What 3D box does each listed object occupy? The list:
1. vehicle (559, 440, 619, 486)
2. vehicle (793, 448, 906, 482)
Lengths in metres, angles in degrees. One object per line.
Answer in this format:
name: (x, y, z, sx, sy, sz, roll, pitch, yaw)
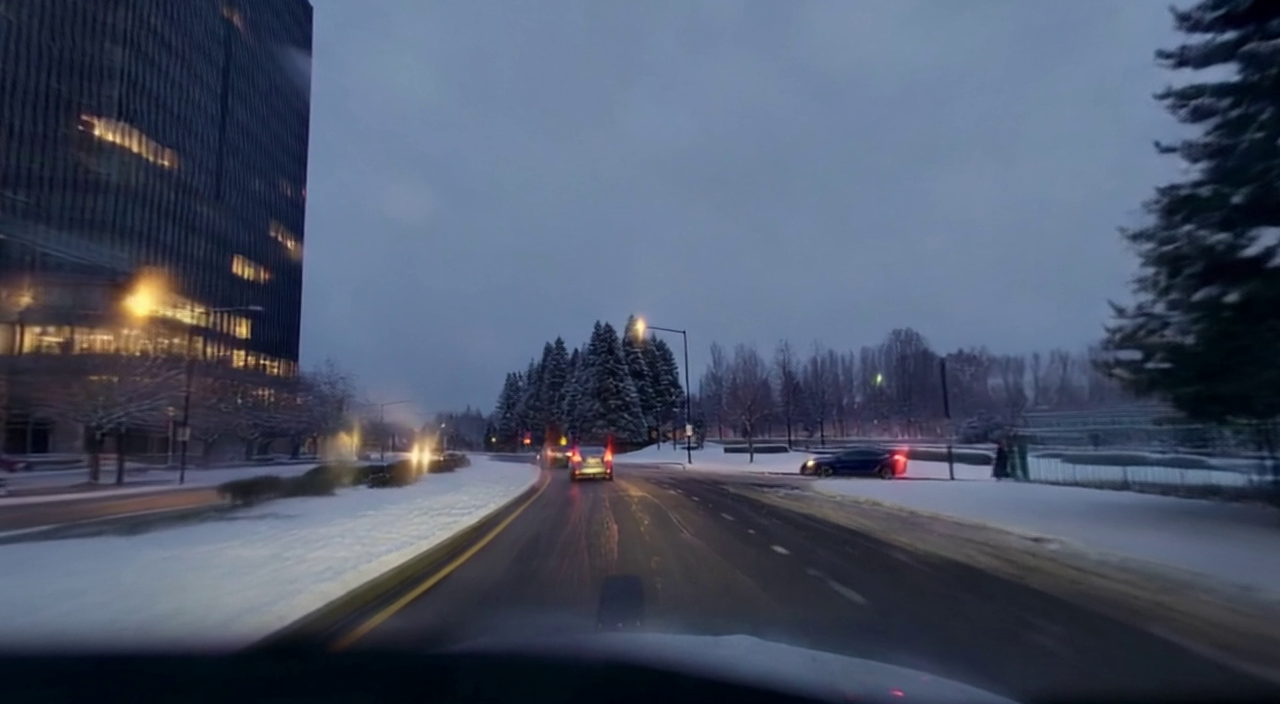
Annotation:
vehicle: (-2.034, 4.428, 25.385, 2.183, 1.675, 4.319, 1, -9, -4)
vehicle: (9.761, 5.302, 29.661, 4.645, 1.505, 2.100, -1, -9, 4)
